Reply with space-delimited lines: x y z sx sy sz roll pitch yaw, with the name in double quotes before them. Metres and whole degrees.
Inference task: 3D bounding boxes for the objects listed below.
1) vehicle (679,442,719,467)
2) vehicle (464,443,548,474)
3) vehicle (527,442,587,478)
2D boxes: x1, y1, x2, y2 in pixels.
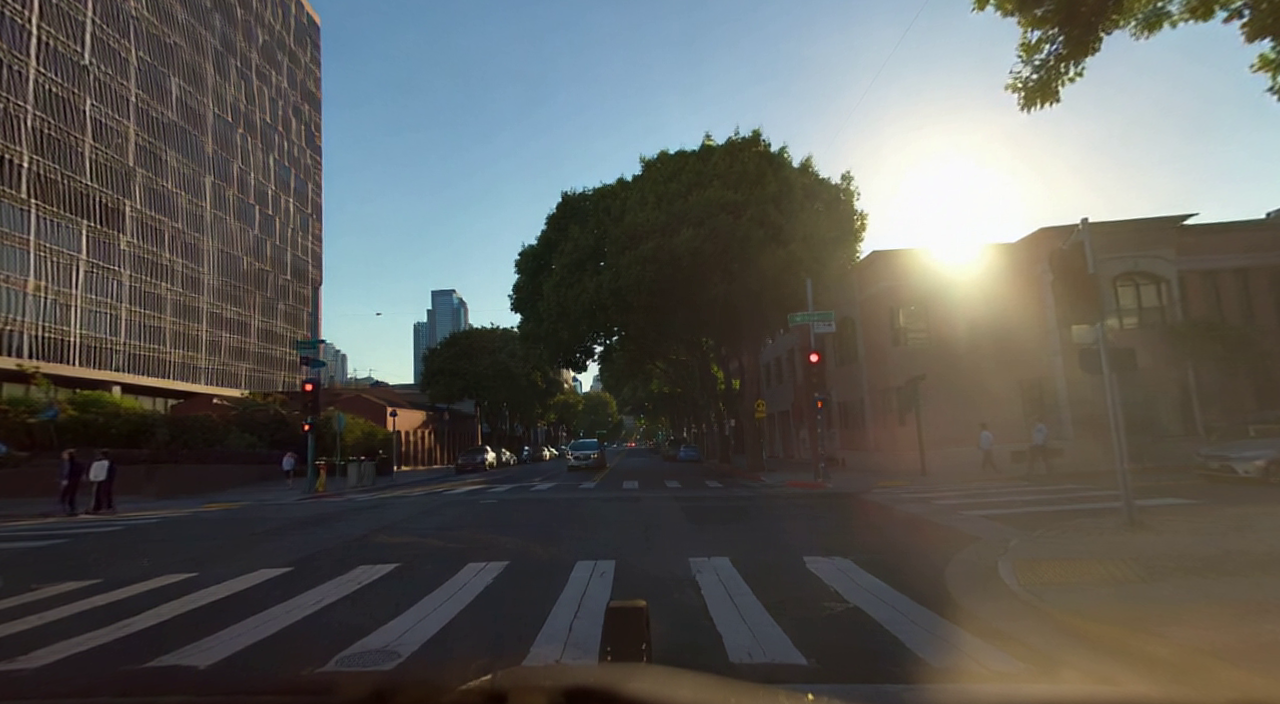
"vehicle" 3.555 6.277 38.865 1.853 1.426 4.160 1 -8 -3
"vehicle" -8.018 6.375 38.013 1.963 1.726 4.526 -8 -12 44
"vehicle" -3.654 4.816 28.492 1.989 1.481 4.500 0 -8 1
